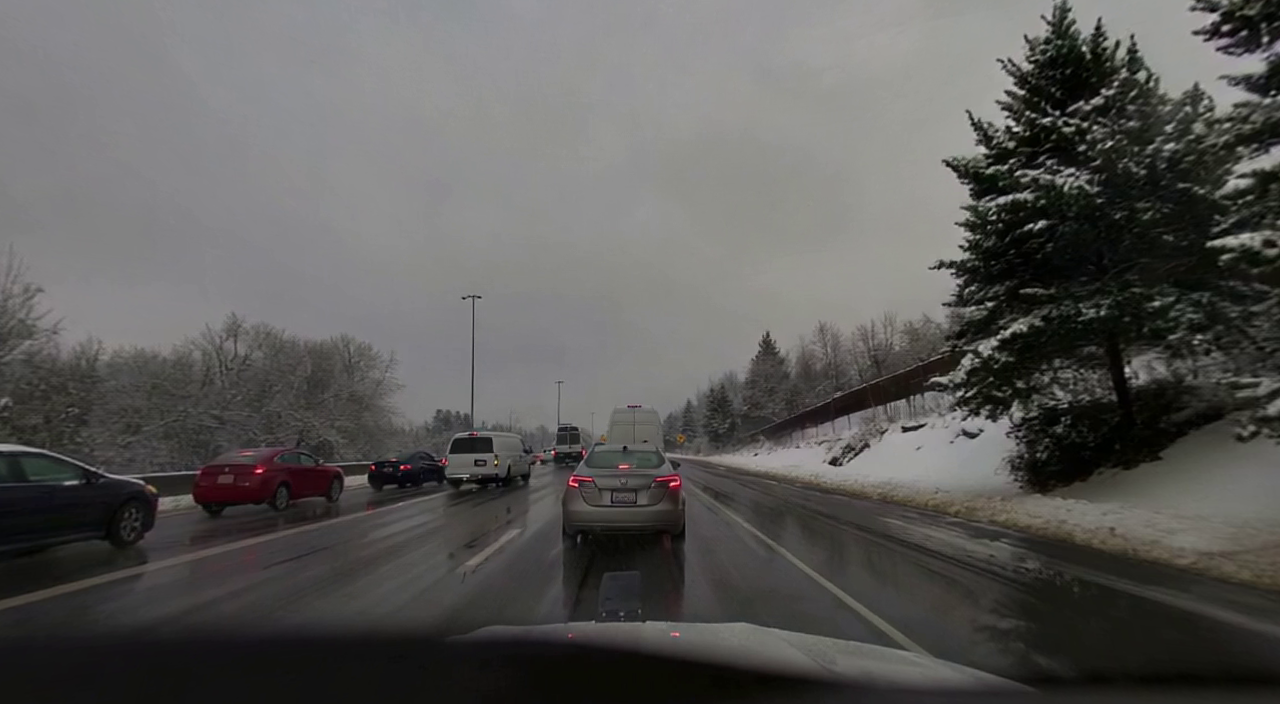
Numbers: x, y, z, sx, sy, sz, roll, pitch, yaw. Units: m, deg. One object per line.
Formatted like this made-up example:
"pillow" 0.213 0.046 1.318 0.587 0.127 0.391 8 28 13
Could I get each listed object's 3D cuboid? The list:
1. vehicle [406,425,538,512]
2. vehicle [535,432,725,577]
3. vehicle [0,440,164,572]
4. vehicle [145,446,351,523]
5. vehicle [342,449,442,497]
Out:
"vehicle" -4.154 2.977 16.529 2.055 1.913 4.584 -1 -9 2
"vehicle" -0.141 1.872 8.410 1.995 1.495 3.380 0 -9 -1
"vehicle" -8.285 1.801 7.395 1.864 1.492 4.453 -1 -9 1
"vehicle" -8.699 2.938 14.597 1.884 1.484 4.389 -1 -9 1
"vehicle" -8.418 4.100 21.794 1.826 1.465 3.916 -1 -9 1
